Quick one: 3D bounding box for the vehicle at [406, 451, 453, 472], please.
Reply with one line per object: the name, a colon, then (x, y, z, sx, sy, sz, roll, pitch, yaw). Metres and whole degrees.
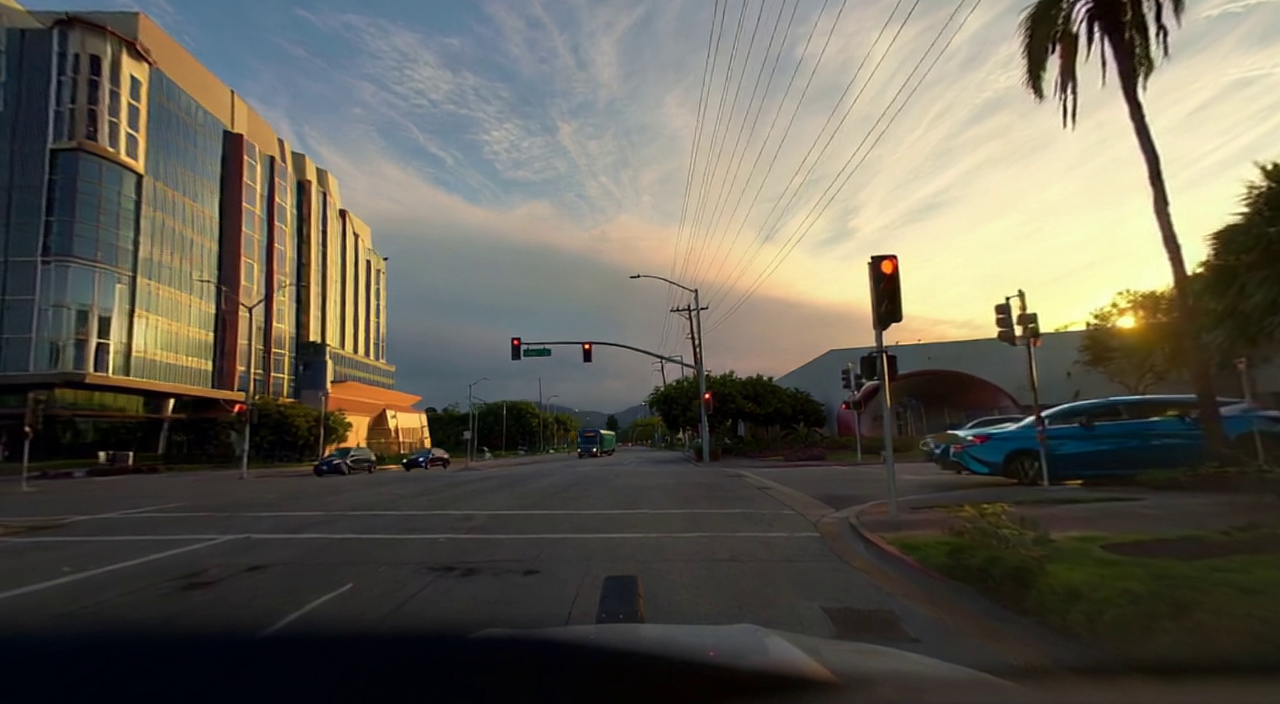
vehicle: (-15.095, 7.836, 45.323, 1.875, 1.389, 3.784, 0, -9, 4)

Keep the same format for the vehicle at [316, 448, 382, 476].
vehicle: (-19.063, 7.206, 41.518, 2.017, 1.739, 4.569, 0, -9, 2)
